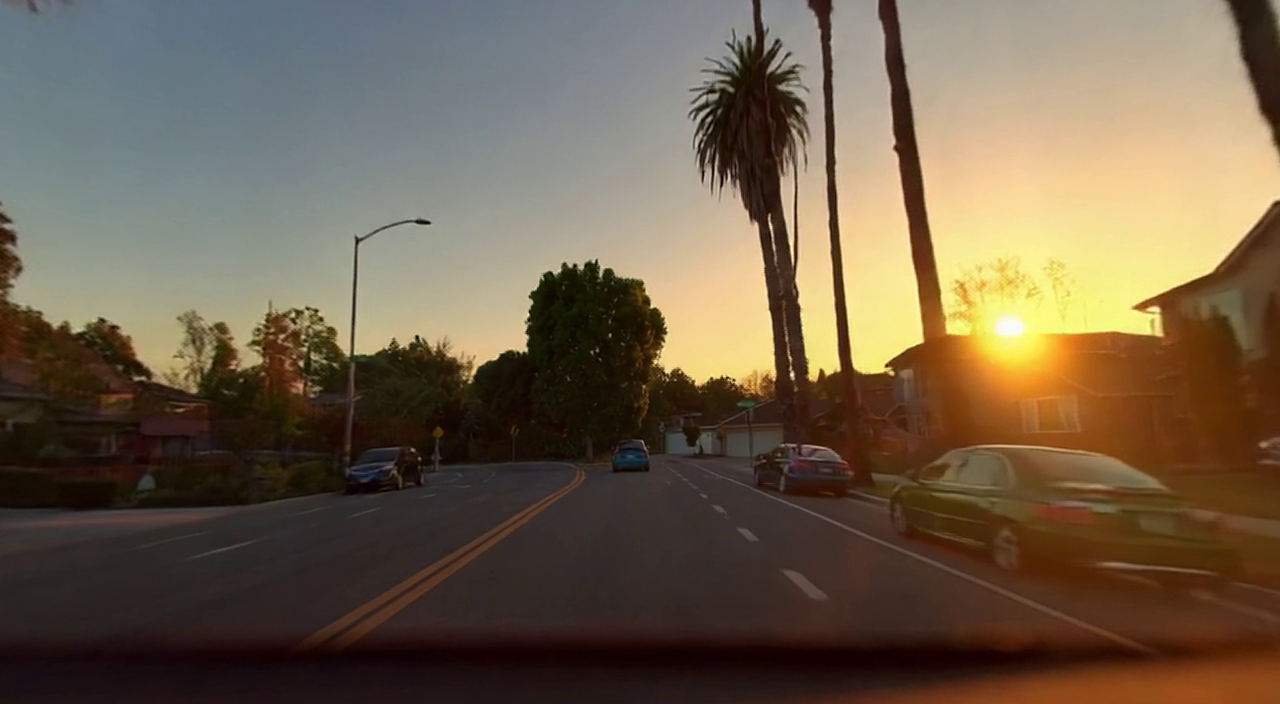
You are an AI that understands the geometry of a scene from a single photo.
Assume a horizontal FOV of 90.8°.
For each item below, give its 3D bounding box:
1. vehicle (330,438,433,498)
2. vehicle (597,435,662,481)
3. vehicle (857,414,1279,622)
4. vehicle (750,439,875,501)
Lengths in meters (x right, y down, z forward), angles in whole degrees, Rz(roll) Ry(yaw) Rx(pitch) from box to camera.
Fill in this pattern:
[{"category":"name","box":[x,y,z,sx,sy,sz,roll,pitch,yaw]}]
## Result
[{"category":"vehicle","box":[-8.804,3.923,21.921,1.945,1.666,4.107,-3,-6,-2]},{"category":"vehicle","box":[-0.408,3.751,22.604,2.098,1.483,4.099,0,-8,-2]},{"category":"vehicle","box":[4.570,1.734,7.833,2.017,1.646,5.389,0,-9,2]},{"category":"vehicle","box":[4.698,3.295,18.198,2.013,1.501,5.235,0,-8,-1]}]
